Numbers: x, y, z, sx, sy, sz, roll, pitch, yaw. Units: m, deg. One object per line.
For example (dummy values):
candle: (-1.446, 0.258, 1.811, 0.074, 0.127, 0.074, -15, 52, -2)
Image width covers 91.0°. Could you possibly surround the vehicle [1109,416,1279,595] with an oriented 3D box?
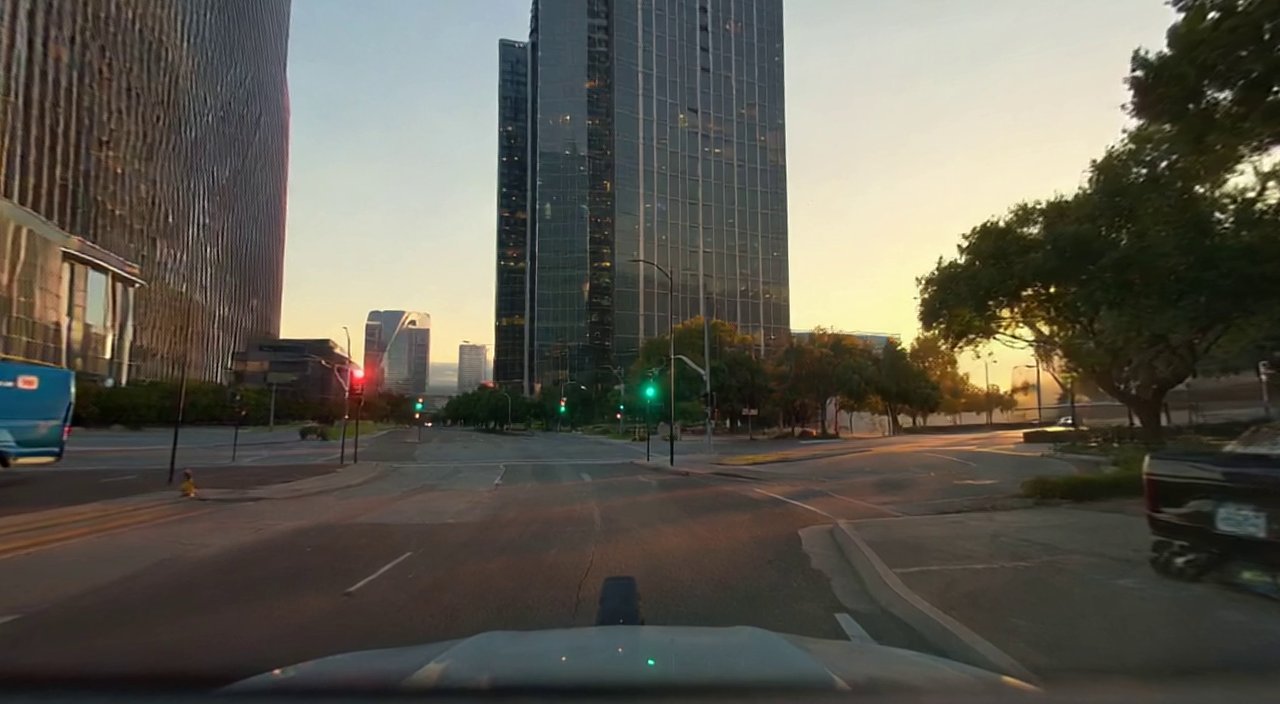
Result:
vehicle: (6.604, 1.206, 4.781, 2.089, 1.481, 4.436, 2, -9, -15)
